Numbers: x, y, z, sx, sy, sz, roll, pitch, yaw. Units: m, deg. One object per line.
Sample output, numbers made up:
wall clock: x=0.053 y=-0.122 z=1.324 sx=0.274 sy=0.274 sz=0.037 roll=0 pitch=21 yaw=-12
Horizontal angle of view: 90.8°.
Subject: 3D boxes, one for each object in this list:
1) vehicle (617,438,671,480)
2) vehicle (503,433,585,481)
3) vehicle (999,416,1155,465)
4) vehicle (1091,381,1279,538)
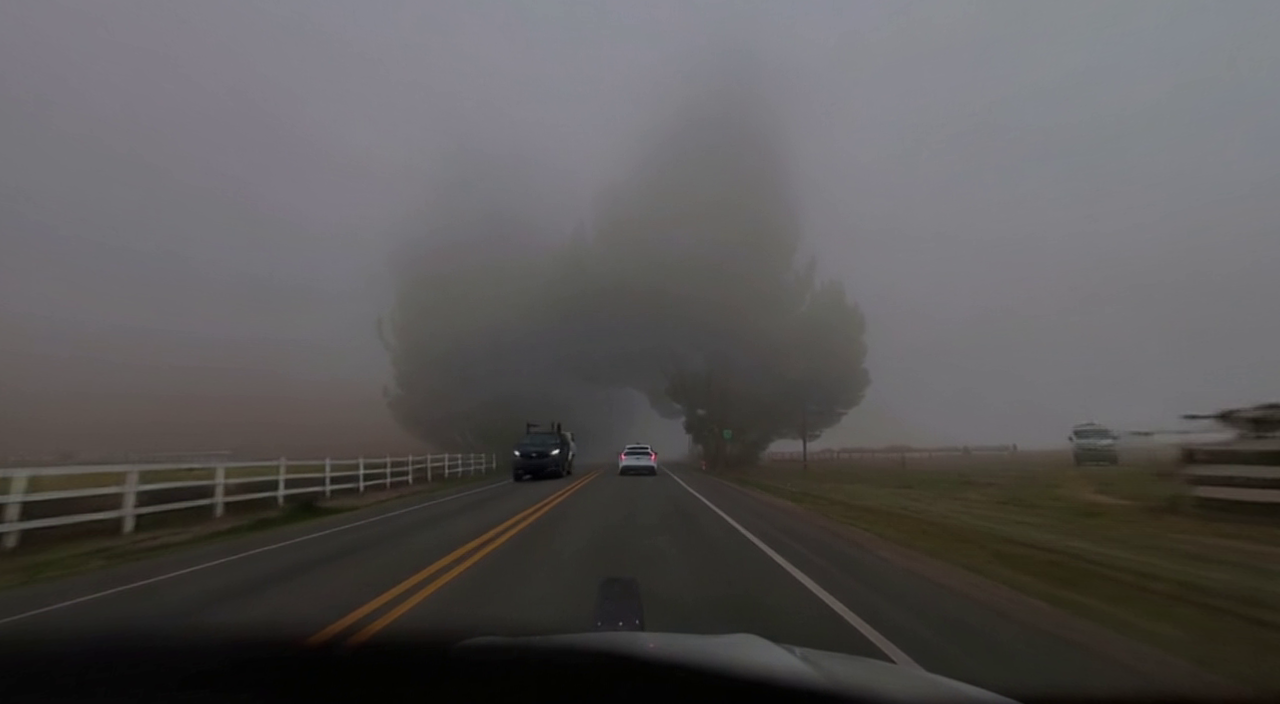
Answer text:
vehicle: x=0.154 y=4.580 z=27.230 sx=2.158 sy=1.669 sz=4.006 roll=0 pitch=-9 yaw=0
vehicle: x=-4.559 y=5.183 z=31.516 sx=2.906 sy=2.116 sz=6.952 roll=0 pitch=-9 yaw=1
vehicle: x=17.233 y=3.578 z=25.228 sx=1.943 sy=1.739 sz=4.668 roll=4 pitch=-10 yaw=-25
vehicle: x=9.310 y=1.376 z=8.081 sx=2.402 sy=1.965 sz=6.091 roll=0 pitch=-9 yaw=-2
